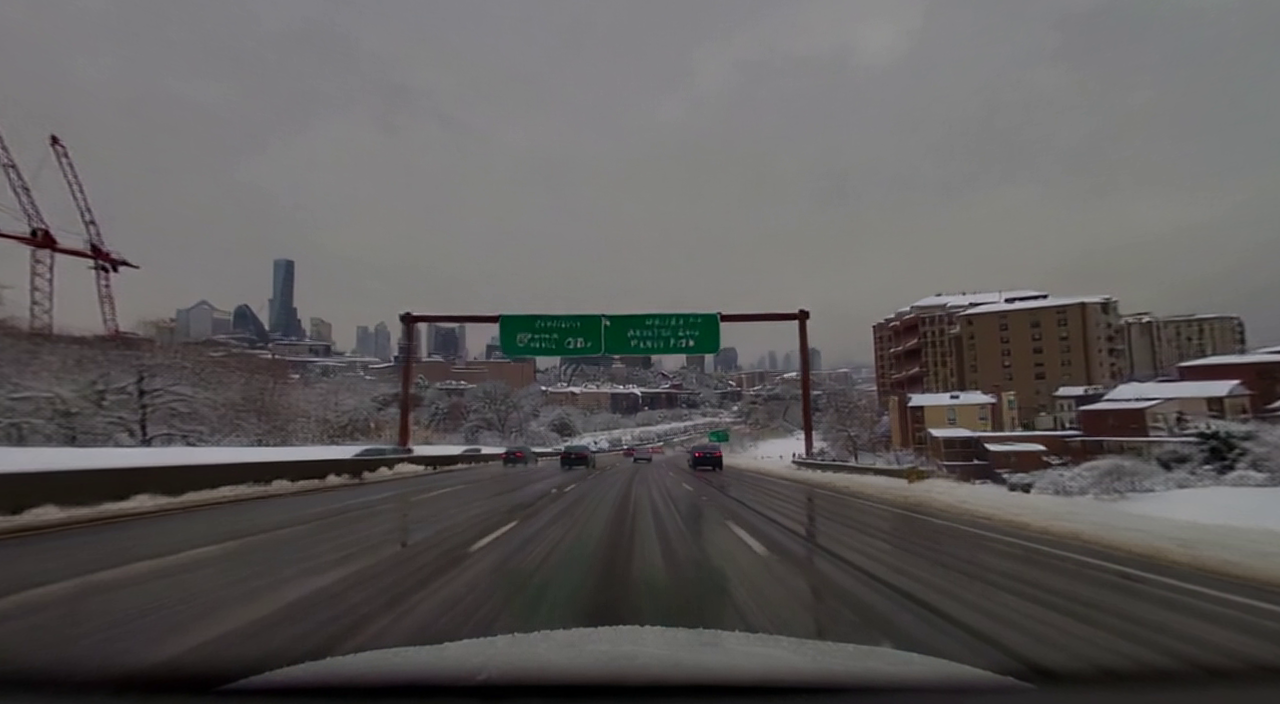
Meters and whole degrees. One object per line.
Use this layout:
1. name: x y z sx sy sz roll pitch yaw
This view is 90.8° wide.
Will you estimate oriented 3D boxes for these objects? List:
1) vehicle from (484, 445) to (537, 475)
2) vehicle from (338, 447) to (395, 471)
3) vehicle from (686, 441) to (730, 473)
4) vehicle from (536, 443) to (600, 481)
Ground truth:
1. vehicle: -7.058 5.940 34.919 1.951 1.528 4.209 0 -9 2
2. vehicle: -20.095 7.871 46.676 1.969 1.656 4.655 -1 -9 3
3. vehicle: 3.690 5.753 34.848 1.978 1.602 4.092 0 -9 1
4. vehicle: -3.067 4.796 27.849 2.136 1.512 4.488 0 -9 2
